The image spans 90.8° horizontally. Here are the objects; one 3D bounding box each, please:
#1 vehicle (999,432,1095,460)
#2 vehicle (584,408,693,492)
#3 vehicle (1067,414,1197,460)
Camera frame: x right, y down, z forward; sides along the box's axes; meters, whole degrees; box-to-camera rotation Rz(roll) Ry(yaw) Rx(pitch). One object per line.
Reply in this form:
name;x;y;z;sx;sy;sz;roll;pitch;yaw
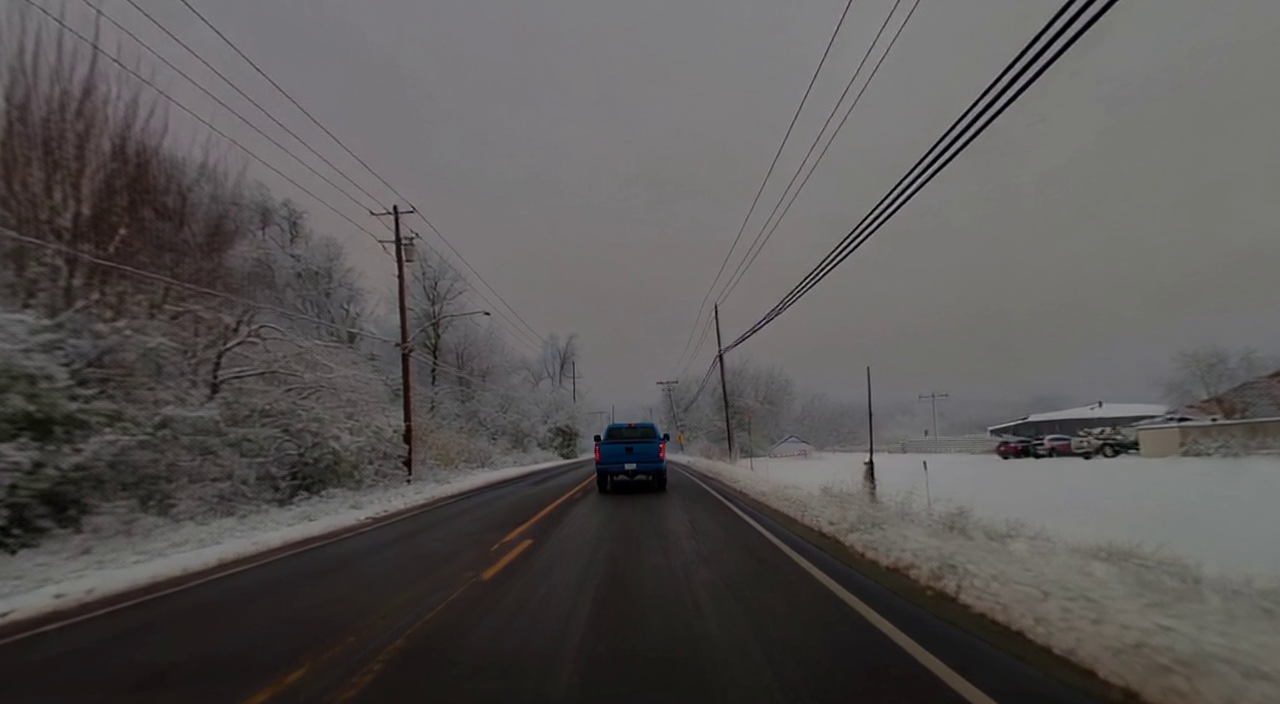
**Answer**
vehicle;31.415;7.309;49.111;2.323;2.002;6.310;2;-9;-13
vehicle;-0.099;3.294;21.455;3.021;2.326;7.410;0;-9;-1
vehicle;33.664;5.874;43.506;2.581;2.932;6.340;4;-9;-27
